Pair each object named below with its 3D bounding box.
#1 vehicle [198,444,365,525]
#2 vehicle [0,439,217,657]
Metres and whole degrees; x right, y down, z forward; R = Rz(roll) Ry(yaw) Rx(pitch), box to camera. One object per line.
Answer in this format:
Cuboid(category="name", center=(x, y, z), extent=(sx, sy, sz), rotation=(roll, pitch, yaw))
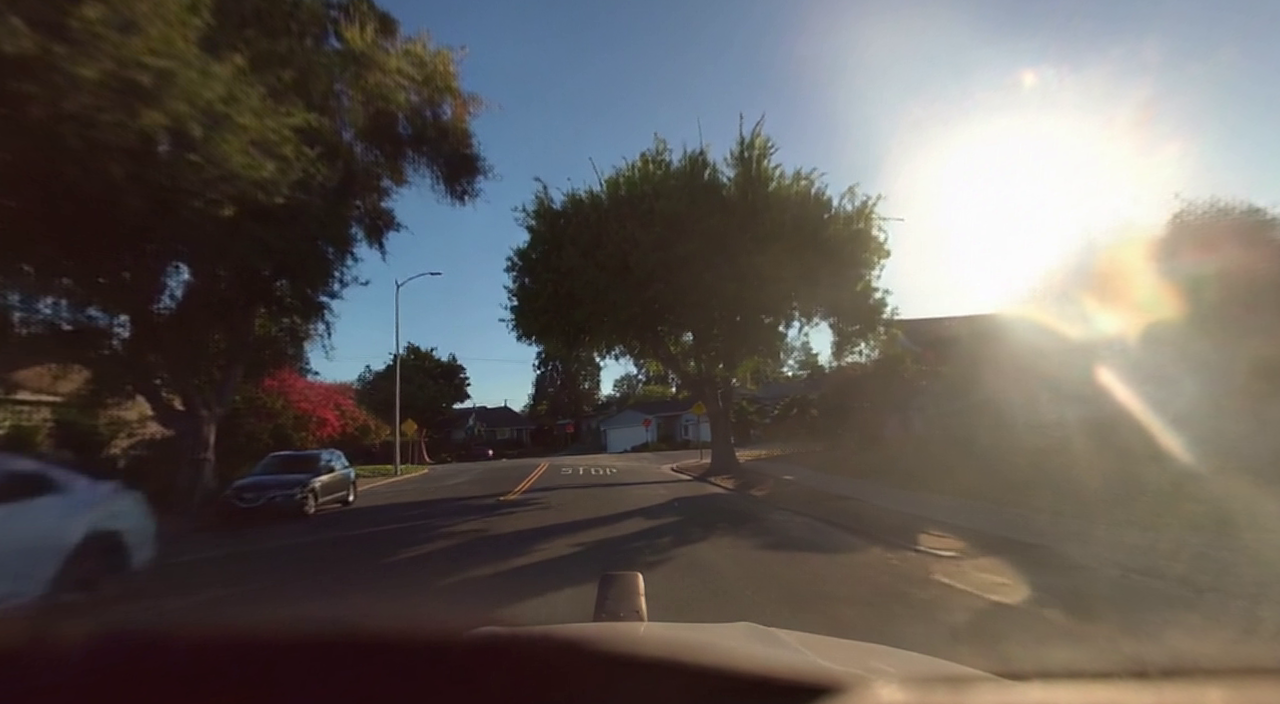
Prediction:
Cuboid(category="vehicle", center=(-8.496, 3.104, 15.521), extent=(1.994, 1.656, 4.334), rotation=(1, -8, -7))
Cuboid(category="vehicle", center=(-5.556, 1.332, 4.122), extent=(2.146, 1.506, 4.885), rotation=(0, -8, 1))
